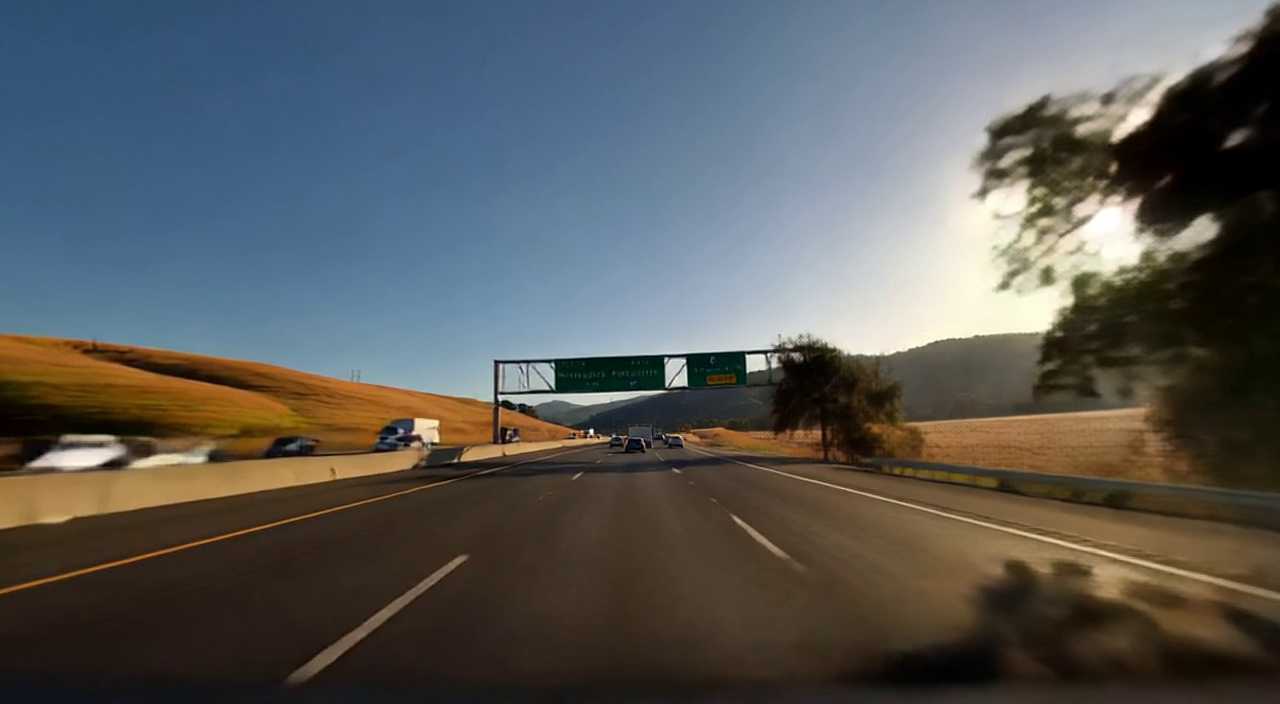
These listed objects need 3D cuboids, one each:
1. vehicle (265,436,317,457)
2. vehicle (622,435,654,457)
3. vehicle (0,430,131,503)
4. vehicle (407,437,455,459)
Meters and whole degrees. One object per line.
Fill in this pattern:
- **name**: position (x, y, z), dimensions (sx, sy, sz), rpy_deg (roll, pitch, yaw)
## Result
- **vehicle**: position (-25.677, 6.925, 46.510), dimensions (1.766, 1.472, 3.591), rpy_deg (0, -8, 1)
- **vehicle**: position (-0.151, 6.590, 44.419), dimensions (2.140, 1.475, 3.969), rpy_deg (0, -8, 0)
- **vehicle**: position (-14.173, 2.528, 14.282), dimensions (1.976, 1.489, 3.932), rpy_deg (0, -8, -1)
- **vehicle**: position (-14.709, 6.771, 44.655), dimensions (1.836, 1.431, 4.374), rpy_deg (0, -8, 1)
